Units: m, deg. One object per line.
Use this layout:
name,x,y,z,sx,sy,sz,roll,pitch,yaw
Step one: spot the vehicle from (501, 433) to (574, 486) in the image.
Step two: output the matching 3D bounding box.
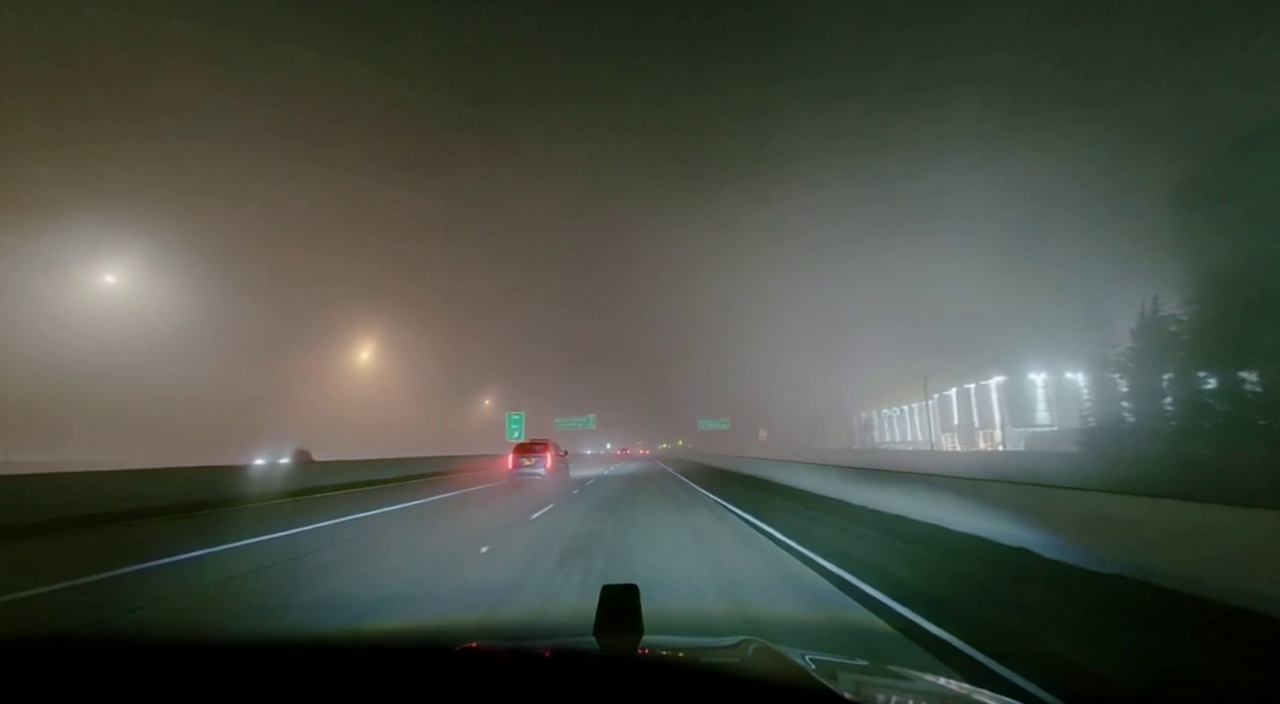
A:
vehicle,-3.719,4.000,23.752,2.047,1.786,4.217,0,-9,0
